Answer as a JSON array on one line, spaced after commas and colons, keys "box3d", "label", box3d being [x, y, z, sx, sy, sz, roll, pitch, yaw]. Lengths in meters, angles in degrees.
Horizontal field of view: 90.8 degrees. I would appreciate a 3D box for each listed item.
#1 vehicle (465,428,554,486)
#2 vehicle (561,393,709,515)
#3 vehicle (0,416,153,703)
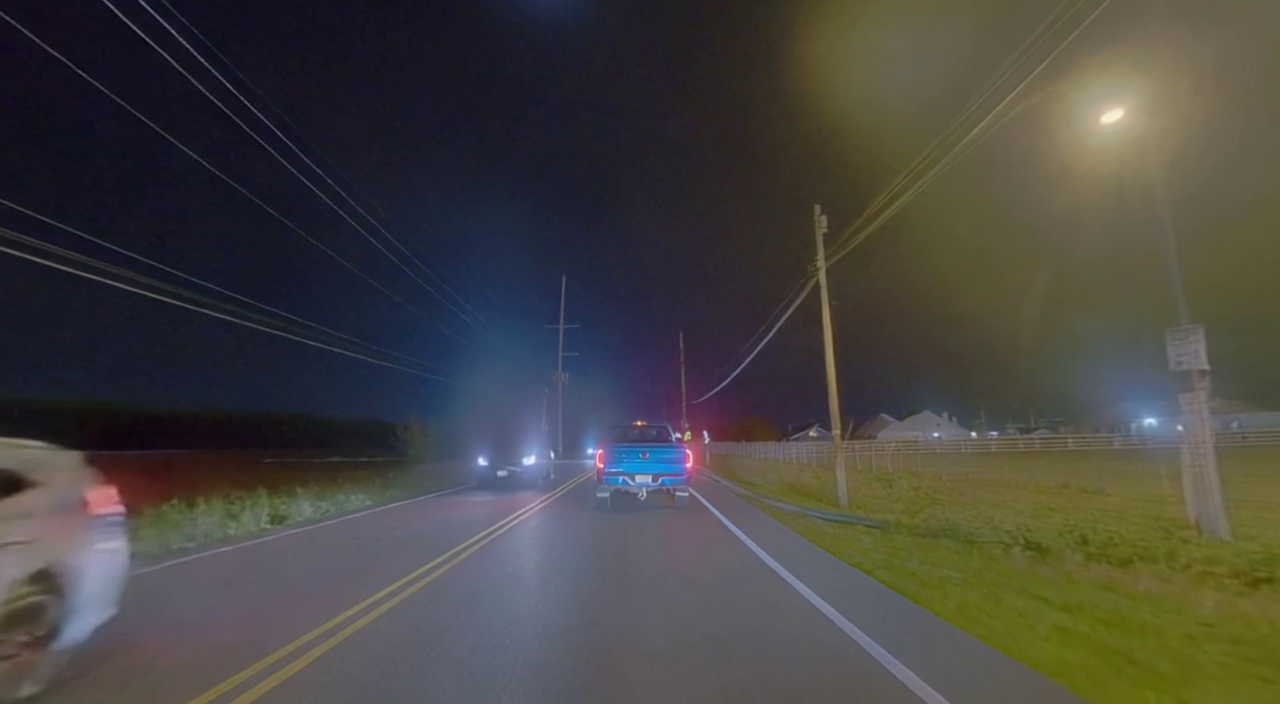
[{"box3d": [-4.417, 3.658, 22.261, 2.077, 1.805, 4.891, 0, -9, 0], "label": "vehicle"}, {"box3d": [-0.136, 2.298, 14.566, 2.693, 2.223, 5.885, 0, -9, -1], "label": "vehicle"}, {"box3d": [-4.025, 0.854, 1.630, 1.935, 1.489, 4.495, 0, -9, 0], "label": "vehicle"}]
